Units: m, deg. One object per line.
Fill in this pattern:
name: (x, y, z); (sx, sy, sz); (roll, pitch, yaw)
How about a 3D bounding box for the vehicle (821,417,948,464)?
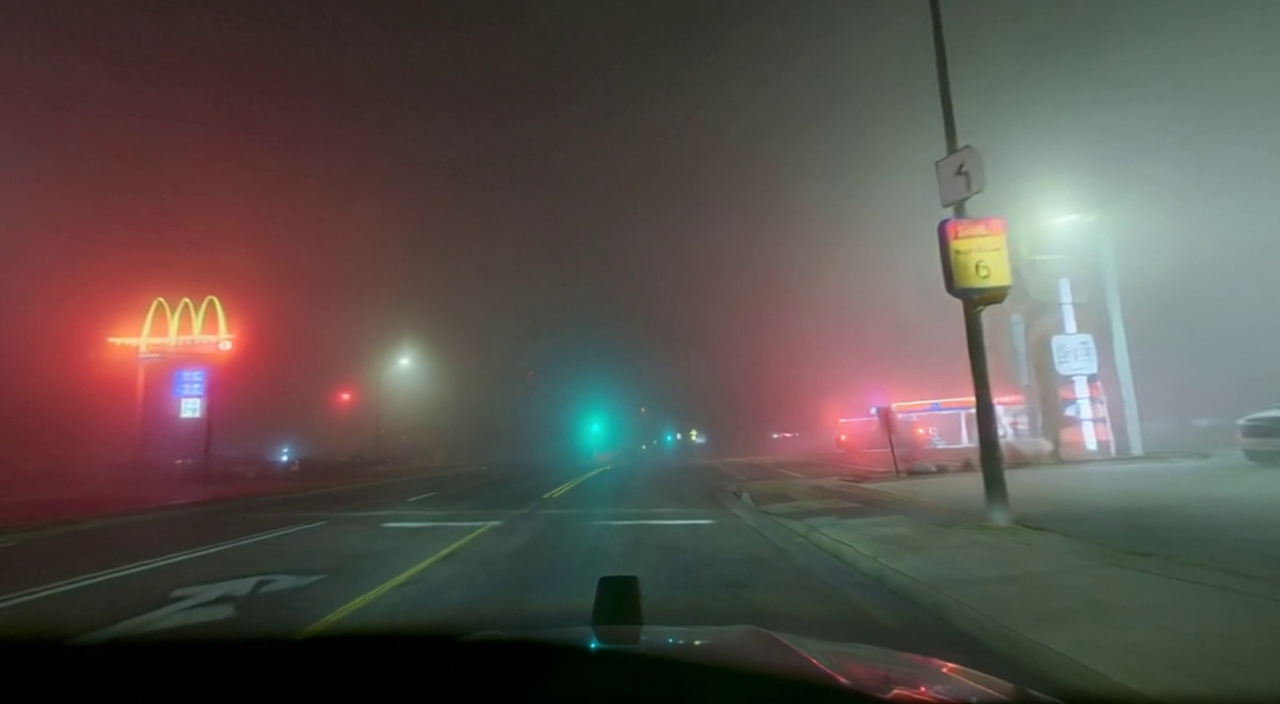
vehicle: (10.634, 3.894, 27.690); (4.640, 1.800, 2.026); (-2, -8, -1)
